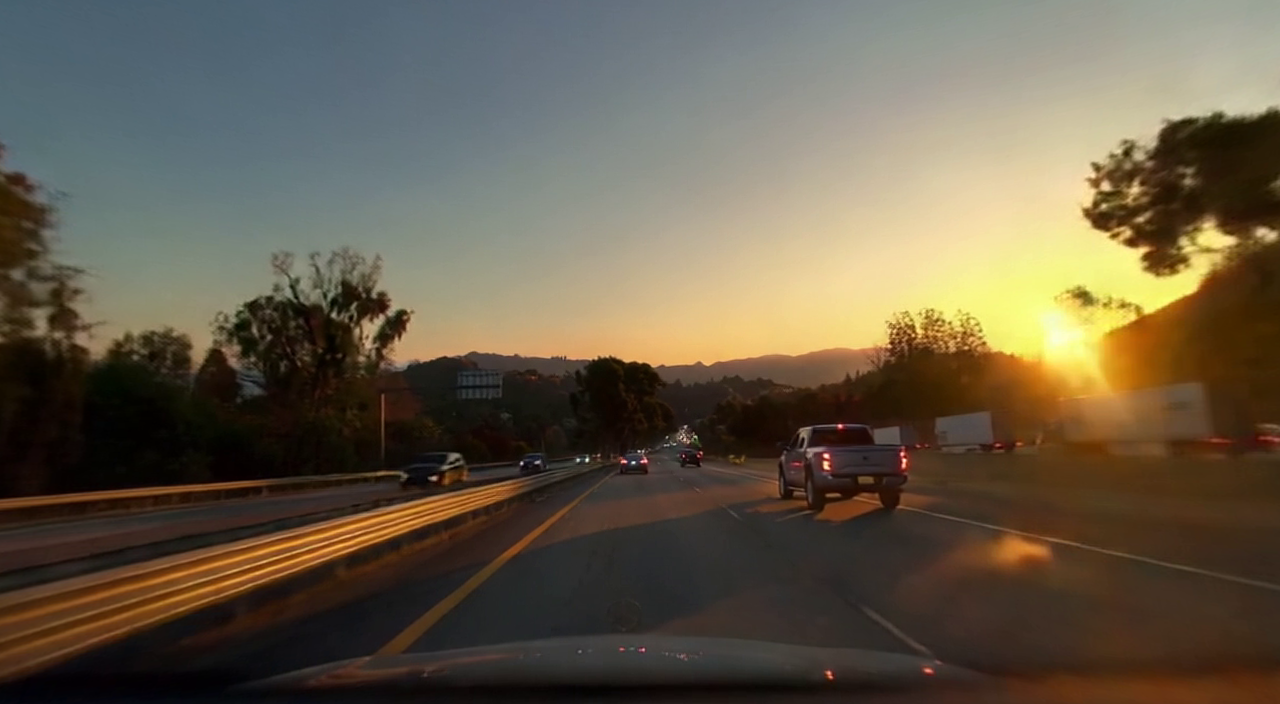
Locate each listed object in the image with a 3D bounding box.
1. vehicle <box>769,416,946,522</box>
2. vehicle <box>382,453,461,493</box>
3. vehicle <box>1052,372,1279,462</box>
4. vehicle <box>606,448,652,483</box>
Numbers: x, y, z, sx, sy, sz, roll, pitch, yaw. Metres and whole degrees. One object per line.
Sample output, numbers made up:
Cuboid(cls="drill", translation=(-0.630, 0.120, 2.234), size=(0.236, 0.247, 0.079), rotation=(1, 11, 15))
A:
Cuboid(cls="vehicle", translation=(4.590, 2.574, 14.236), size=(2.261, 1.952, 4.784), rotation=(0, -9, 0))
Cuboid(cls="vehicle", translation=(-9.489, 5.248, 27.549), size=(1.877, 1.597, 4.092), rotation=(-1, -9, 2))
Cuboid(cls="vehicle", translation=(28.664, 3.959, 34.805), size=(2.909, 3.998, 13.523), rotation=(-1, -9, 3))
Cuboid(cls="vehicle", translation=(-0.467, 5.309, 29.602), size=(2.029, 1.483, 3.769), rotation=(0, -9, 1))
